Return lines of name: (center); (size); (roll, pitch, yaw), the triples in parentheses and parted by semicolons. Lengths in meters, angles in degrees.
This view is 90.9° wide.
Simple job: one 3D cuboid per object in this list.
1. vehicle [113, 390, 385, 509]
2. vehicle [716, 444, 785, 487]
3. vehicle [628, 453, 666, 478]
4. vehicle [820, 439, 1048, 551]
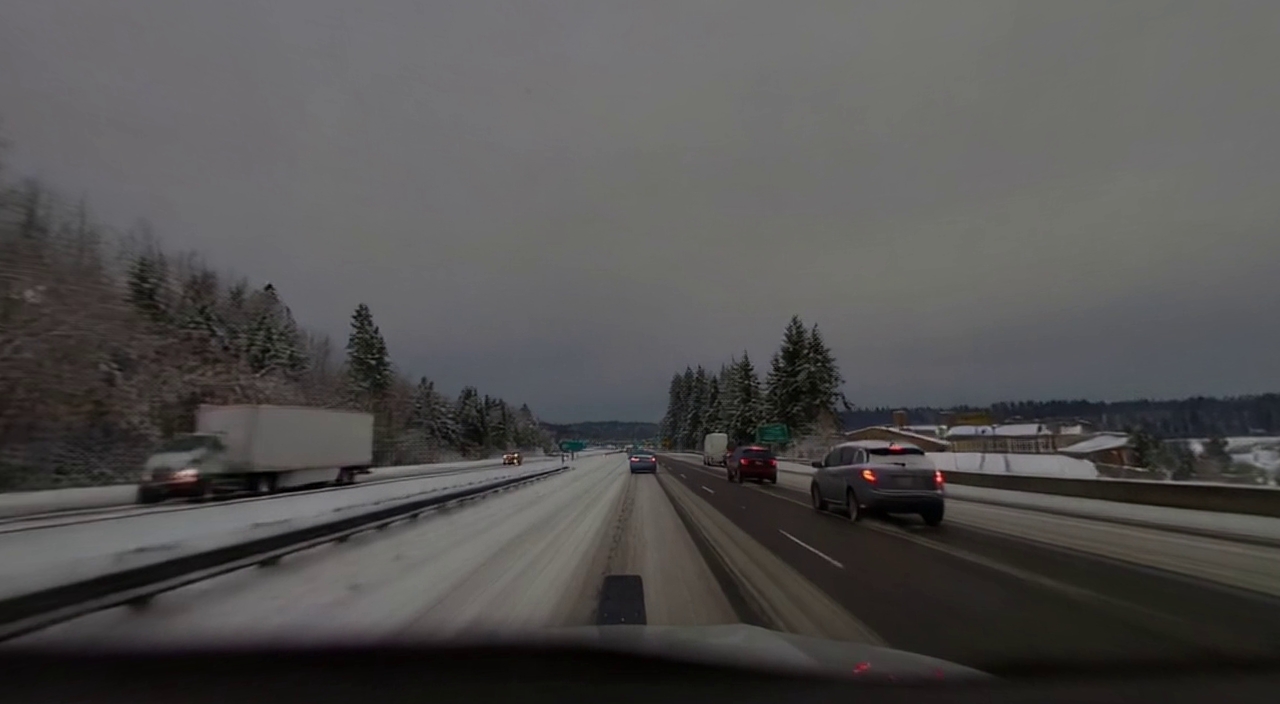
vehicle: (-16.614, 4.569, 29.475); (2.898, 4.087, 15.230); (0, -9, 0)
vehicle: (4.511, 4.693, 26.356); (1.969, 1.639, 4.472); (0, -9, -1)
vehicle: (0.391, 6.378, 35.642); (2.012, 1.320, 3.777); (0, -9, 0)
vehicle: (4.573, 2.259, 10.567); (1.952, 1.495, 3.740); (0, -9, -1)
